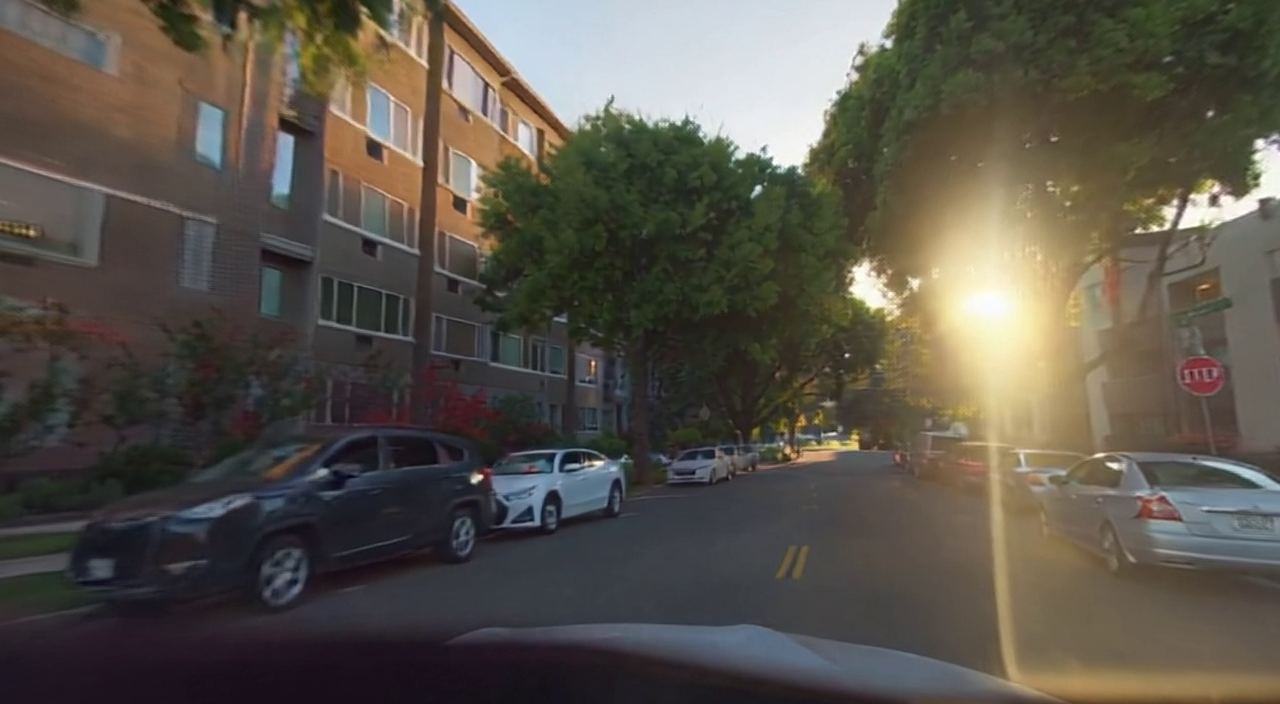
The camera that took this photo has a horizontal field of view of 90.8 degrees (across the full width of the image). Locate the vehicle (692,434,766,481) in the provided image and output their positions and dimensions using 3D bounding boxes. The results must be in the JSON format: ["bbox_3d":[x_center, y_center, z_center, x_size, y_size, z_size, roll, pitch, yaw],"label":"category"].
[{"bbox_3d":[4.157,4.696,28.616,2.229,1.869,5.791,-4,-8,18],"label":"vehicle"}]

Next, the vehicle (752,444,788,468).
[{"bbox_3d":[8.729,6.875,42.045,1.939,1.513,4.401,-2,-9,16],"label":"vehicle"}]

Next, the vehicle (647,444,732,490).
[{"bbox_3d":[1.879,4.052,22.672,1.921,1.463,4.313,-3,-9,20],"label":"vehicle"}]

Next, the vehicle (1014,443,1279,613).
[{"bbox_3d":[6.277,1.829,7.551,2.084,1.441,4.402,-2,-9,17],"label":"vehicle"}]

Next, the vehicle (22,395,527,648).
[{"bbox_3d":[-3.199,1.535,6.917,1.946,1.744,4.584,-3,-9,17],"label":"vehicle"}]

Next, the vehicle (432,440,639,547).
[{"bbox_3d":[-1.599,2.398,11.635,1.902,1.478,4.696,-3,-8,16],"label":"vehicle"}]
